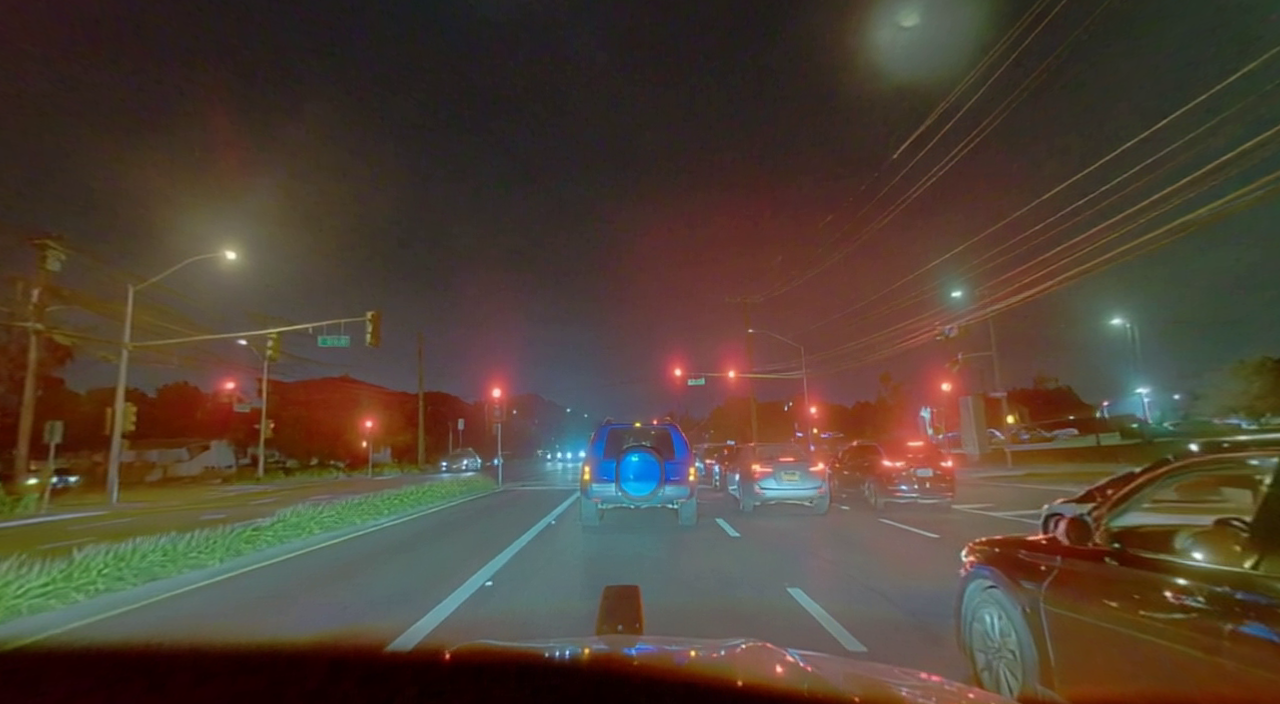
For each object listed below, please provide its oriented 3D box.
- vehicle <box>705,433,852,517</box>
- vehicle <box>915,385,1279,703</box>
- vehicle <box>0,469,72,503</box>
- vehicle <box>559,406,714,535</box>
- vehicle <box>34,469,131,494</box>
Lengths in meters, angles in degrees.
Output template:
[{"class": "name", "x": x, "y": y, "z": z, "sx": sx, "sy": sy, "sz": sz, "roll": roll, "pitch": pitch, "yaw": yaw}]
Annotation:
[{"class": "vehicle", "x": 2.707, "y": 2.521, "z": 13.490, "sx": 2.025, "sy": 1.477, "sz": 4.333, "roll": 0, "pitch": -8, "yaw": -2}, {"class": "vehicle", "x": 2.751, "y": 0.830, "z": 1.774, "sx": 2.004, "sy": 1.460, "sz": 4.297, "roll": 0, "pitch": -8, "yaw": 0}, {"class": "vehicle", "x": -33.367, "y": 7.090, "z": 33.474, "sx": 4.550, "sy": 1.601, "sz": 1.766, "roll": 1, "pitch": -8, "yaw": -7}, {"class": "vehicle", "x": -0.090, "y": 2.081, "z": 11.663, "sx": 2.236, "sy": 1.856, "sz": 4.816, "roll": 0, "pitch": -8, "yaw": -1}, {"class": "vehicle", "x": -38.158, "y": 8.841, "z": 43.317, "sx": 4.569, "sy": 1.505, "sz": 1.992, "roll": 1, "pitch": -9, "yaw": -5}]
